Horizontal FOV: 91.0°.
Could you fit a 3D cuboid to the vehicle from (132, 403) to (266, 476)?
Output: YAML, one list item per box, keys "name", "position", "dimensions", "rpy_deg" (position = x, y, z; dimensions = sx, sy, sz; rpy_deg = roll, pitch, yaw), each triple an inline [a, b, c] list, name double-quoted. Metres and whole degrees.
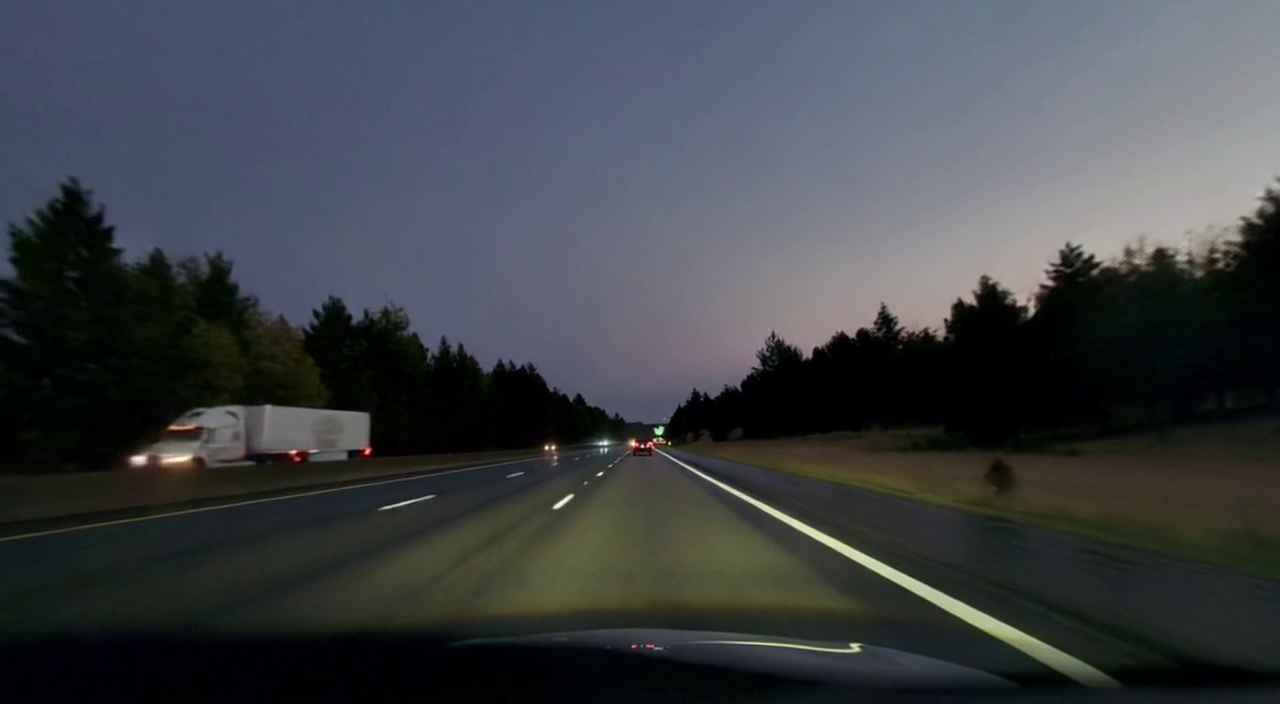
- name: "vehicle"
  position: [-22.018, 4.400, 31.813]
  dimensions: [2.748, 3.336, 5.227]
  rpy_deg: [1, -8, 1]

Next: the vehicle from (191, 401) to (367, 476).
- name: "vehicle"
  position: [-22.181, 5.599, 40.421]
  dimensions: [2.901, 3.911, 14.211]
  rpy_deg: [0, -8, 0]
